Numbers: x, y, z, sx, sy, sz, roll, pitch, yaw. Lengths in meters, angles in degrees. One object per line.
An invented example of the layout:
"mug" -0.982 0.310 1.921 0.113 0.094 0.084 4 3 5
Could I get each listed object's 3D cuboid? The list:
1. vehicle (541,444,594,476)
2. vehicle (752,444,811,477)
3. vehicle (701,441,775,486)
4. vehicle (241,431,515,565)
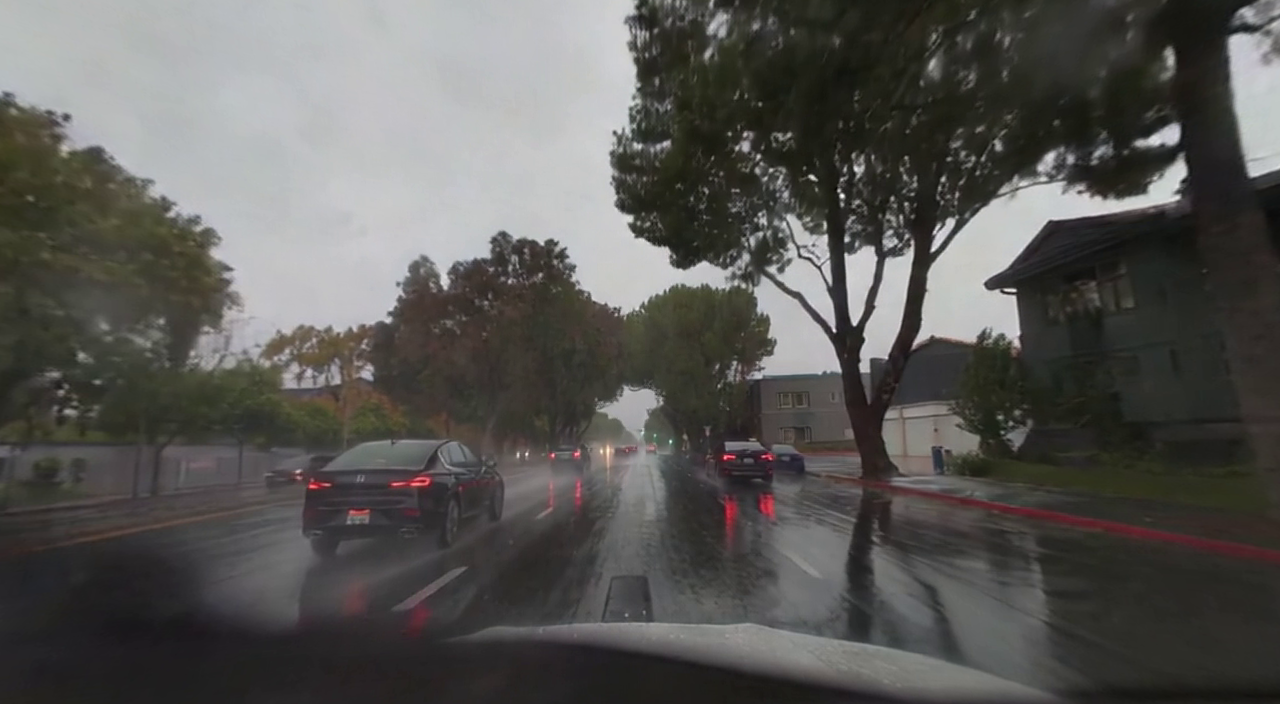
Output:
"vehicle" -3.536 5.367 31.612 1.988 1.497 4.404 0 -9 2
"vehicle" 6.745 5.214 30.484 1.912 1.433 4.265 0 -9 0
"vehicle" 3.505 4.103 23.496 2.010 1.486 4.498 0 -9 0
"vehicle" -3.376 1.972 9.299 2.053 1.480 4.381 0 -9 2
